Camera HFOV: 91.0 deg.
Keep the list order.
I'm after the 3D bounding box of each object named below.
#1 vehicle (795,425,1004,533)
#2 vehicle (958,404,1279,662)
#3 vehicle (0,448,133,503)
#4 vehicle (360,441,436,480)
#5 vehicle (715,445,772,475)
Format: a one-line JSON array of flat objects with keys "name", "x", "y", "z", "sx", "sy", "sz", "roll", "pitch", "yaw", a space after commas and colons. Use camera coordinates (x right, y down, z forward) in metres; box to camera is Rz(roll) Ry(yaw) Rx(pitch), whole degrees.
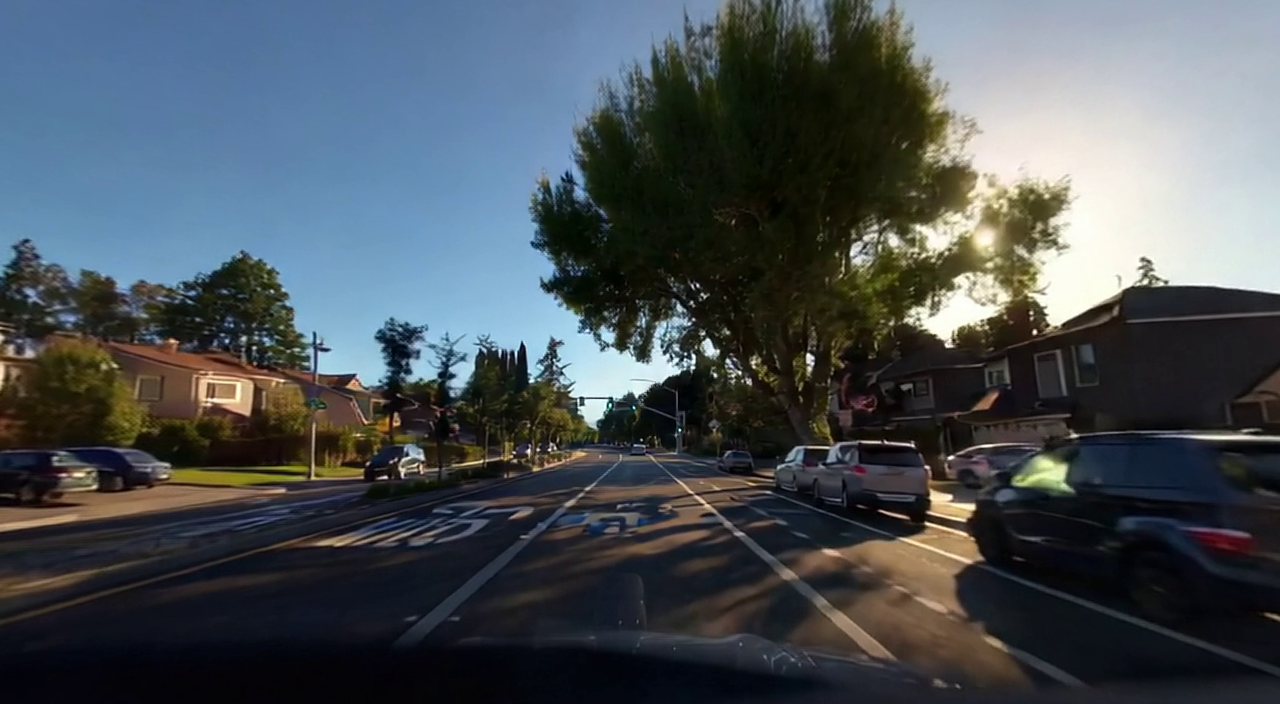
[{"name": "vehicle", "x": 5.186, "y": 2.607, "z": 13.590, "sx": 2.171, "sy": 1.798, "sz": 5.040, "roll": 3, "pitch": -9, "yaw": -3}, {"name": "vehicle", "x": 5.393, "y": 1.516, "z": 6.154, "sx": 2.164, "sy": 1.729, "sz": 4.488, "roll": 0, "pitch": -9, "yaw": -1}, {"name": "vehicle", "x": -17.692, "y": 3.519, "z": 18.137, "sx": 4.349, "sy": 1.457, "sz": 1.997, "roll": 0, "pitch": -9, "yaw": 0}, {"name": "vehicle", "x": -11.928, "y": 5.411, "z": 31.401, "sx": 2.061, "sy": 1.760, "sz": 4.569, "roll": -1, "pitch": -9, "yaw": -2}, {"name": "vehicle", "x": 5.294, "y": 5.584, "z": 32.800, "sx": 2.002, "sy": 1.461, "sz": 4.673, "roll": 1, "pitch": -9, "yaw": -2}]
